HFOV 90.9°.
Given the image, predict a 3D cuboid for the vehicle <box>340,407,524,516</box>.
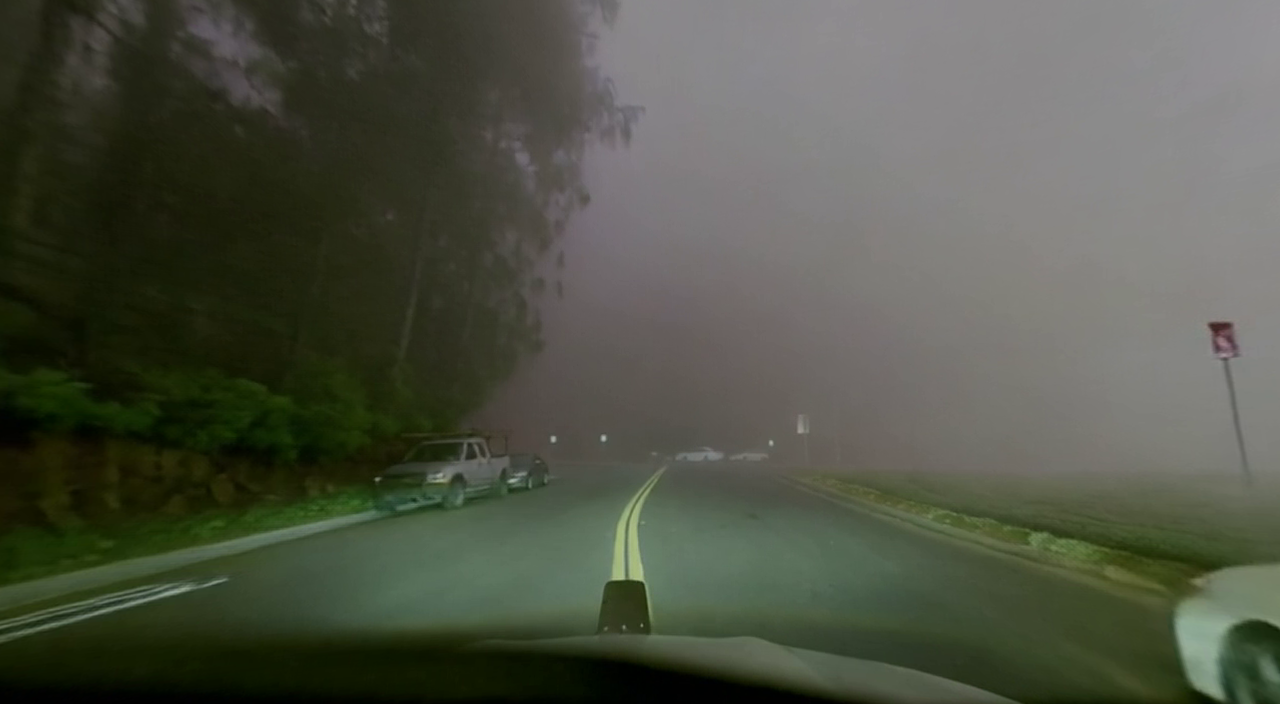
[{"bbox_3d":[-5.134,2.996,16.682,2.583,2.167,5.667,-6,-12,4],"label":"vehicle"}]
